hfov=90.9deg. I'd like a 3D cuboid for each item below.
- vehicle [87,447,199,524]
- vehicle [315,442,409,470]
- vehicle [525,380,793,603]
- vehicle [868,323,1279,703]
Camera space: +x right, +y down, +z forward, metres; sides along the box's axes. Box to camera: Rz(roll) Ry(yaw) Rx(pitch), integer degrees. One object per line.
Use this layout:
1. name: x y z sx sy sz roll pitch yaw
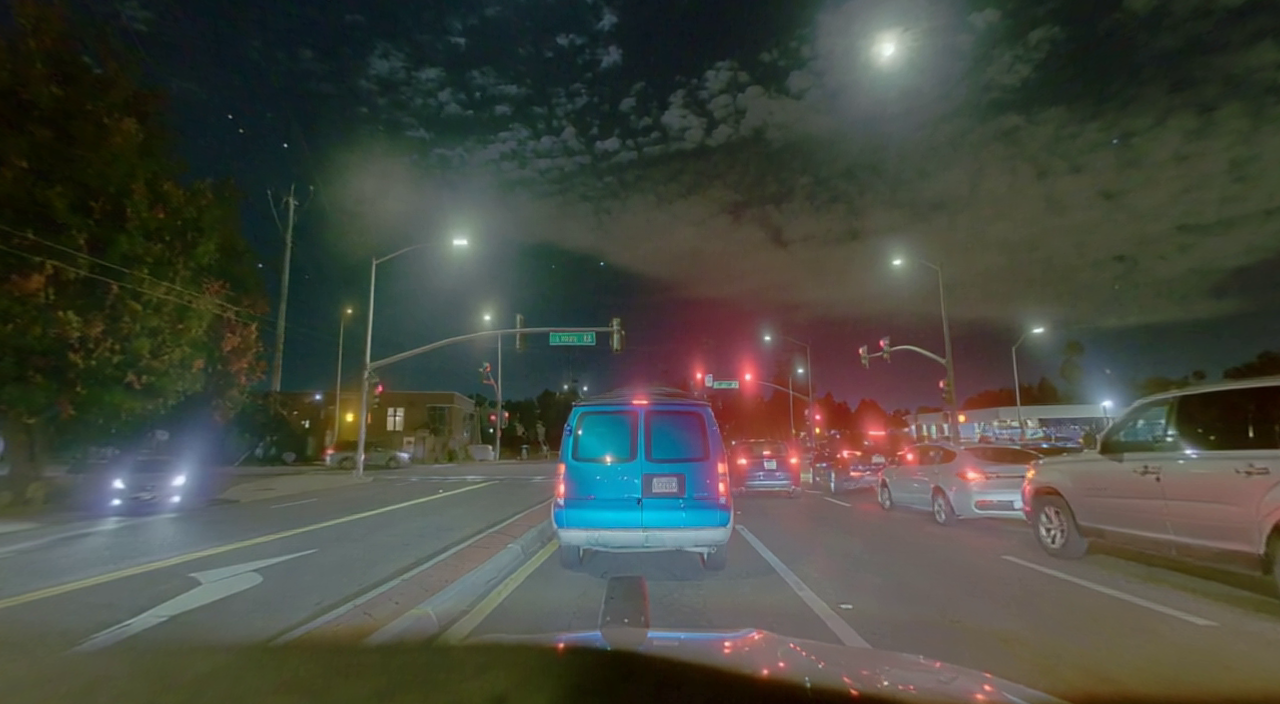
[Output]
1. vehicle: -12.799 3.292 16.285 2.023 1.488 4.654 0 -7 -38
2. vehicle: -15.779 5.911 36.036 4.498 1.547 1.886 1 -8 -9
3. vehicle: 0.172 1.468 7.447 2.185 1.822 4.391 0 -8 1
4. vehicle: 2.899 0.951 3.177 1.971 1.663 4.287 0 -8 2
